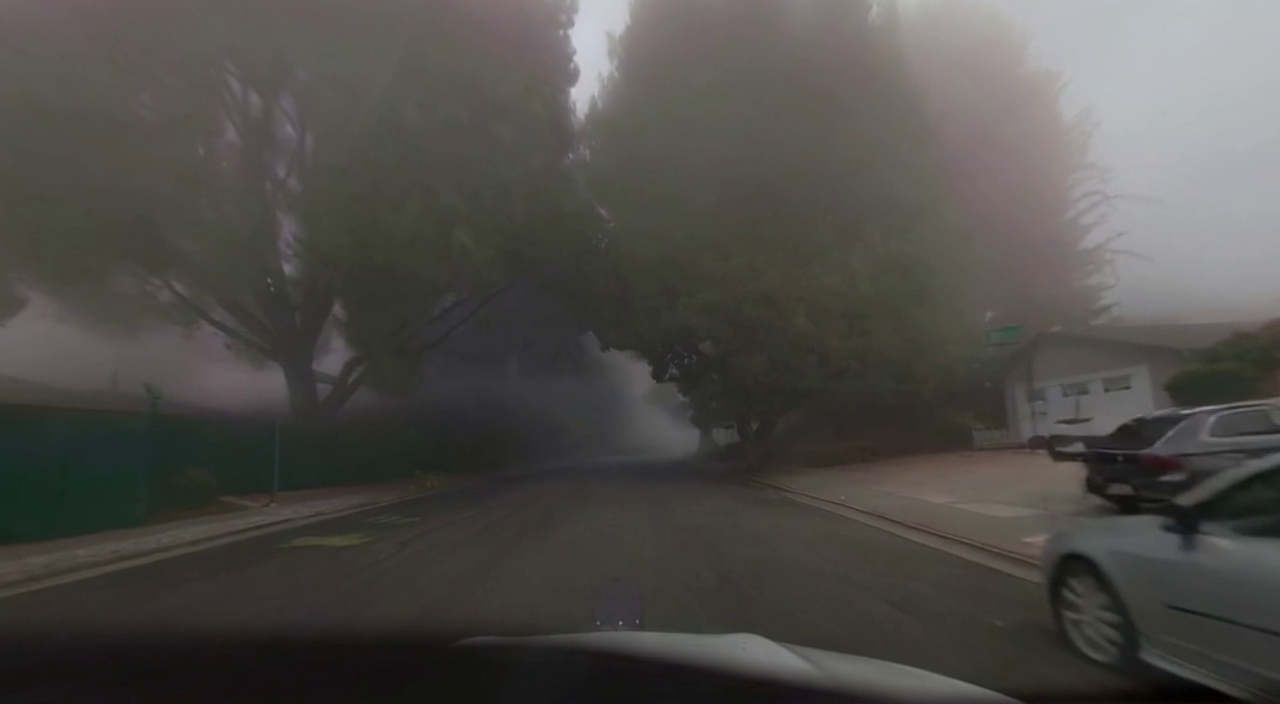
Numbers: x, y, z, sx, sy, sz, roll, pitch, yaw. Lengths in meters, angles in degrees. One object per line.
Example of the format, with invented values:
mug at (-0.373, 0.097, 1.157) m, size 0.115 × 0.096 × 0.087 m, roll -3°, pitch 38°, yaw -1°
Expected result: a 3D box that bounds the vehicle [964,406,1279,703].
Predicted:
vehicle at (3.686, 0.970, 2.471) m, size 2.051 × 1.524 × 5.047 m, roll 0°, pitch -8°, yaw -2°
